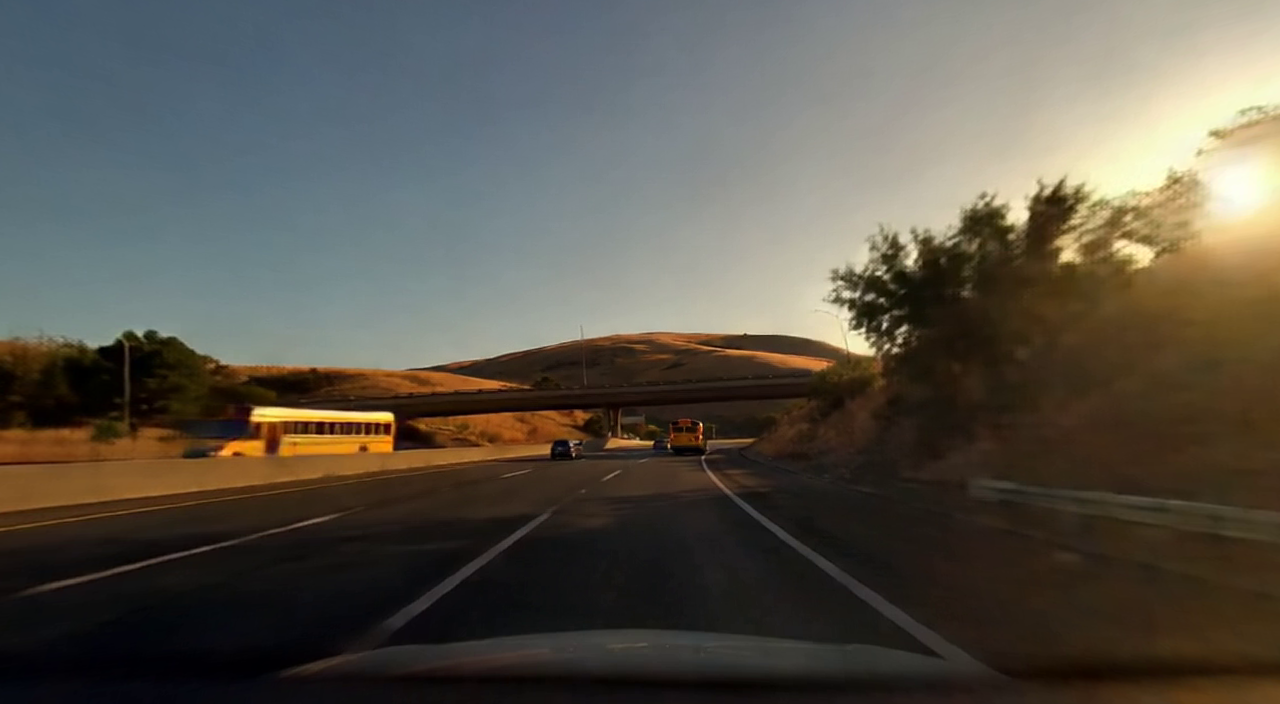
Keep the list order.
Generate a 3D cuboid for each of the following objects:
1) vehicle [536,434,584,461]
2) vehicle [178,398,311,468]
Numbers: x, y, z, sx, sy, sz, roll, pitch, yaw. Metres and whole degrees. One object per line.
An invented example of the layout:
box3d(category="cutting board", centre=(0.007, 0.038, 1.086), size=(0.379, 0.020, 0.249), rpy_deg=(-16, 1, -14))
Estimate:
box3d(category="vehicle", centre=(-5.171, 6.261, 41.495), size=(2.106, 1.704, 4.637), rpy_deg=(-1, -8, 6))
box3d(category="vehicle", centre=(-23.246, 4.895, 37.631), size=(3.011, 3.757, 6.767), rpy_deg=(-1, -8, 5))
